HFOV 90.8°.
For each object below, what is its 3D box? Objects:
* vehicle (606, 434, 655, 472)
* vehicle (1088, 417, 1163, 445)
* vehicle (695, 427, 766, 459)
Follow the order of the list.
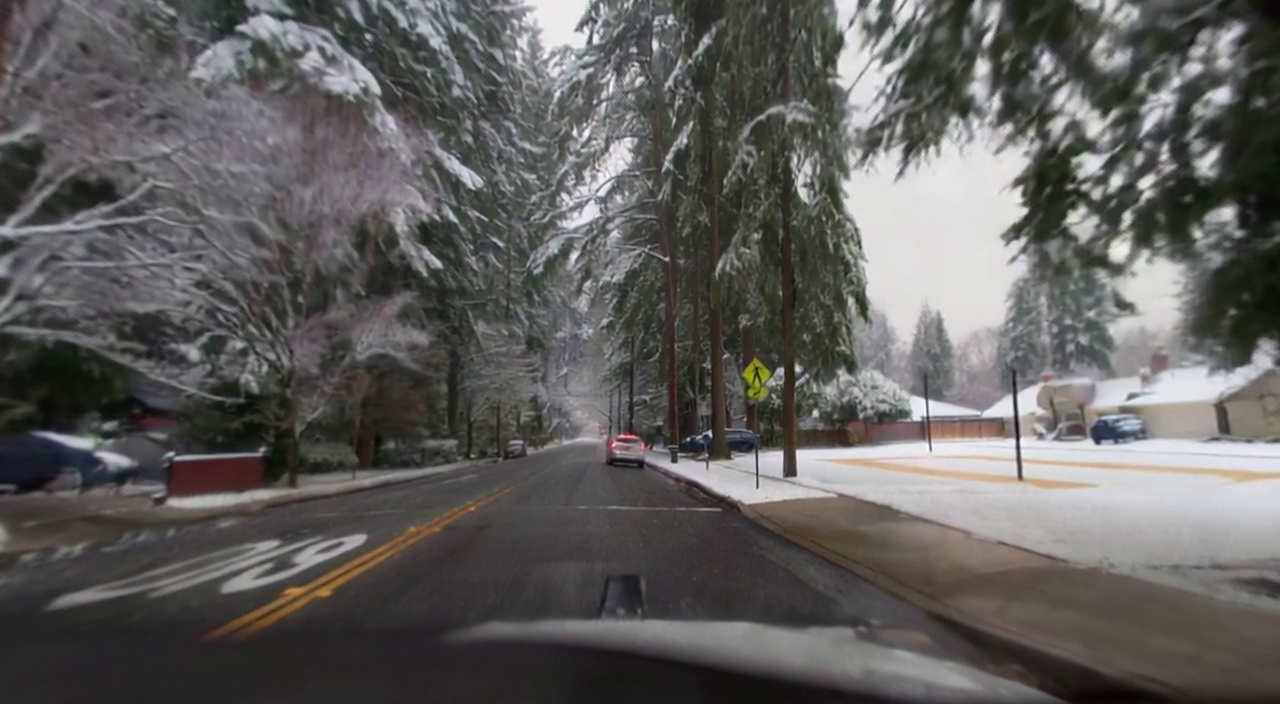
[{"bbox_3d":[-0.570,5.120,32.285,2.204,1.776,4.262,1,-8,-5],"label":"vehicle"},{"bbox_3d":[30.545,4.988,39.716,4.481,1.634,1.973,4,-10,-29],"label":"vehicle"},{"bbox_3d":[5.996,5.970,41.680,4.390,1.696,1.954,1,-7,-35],"label":"vehicle"}]
